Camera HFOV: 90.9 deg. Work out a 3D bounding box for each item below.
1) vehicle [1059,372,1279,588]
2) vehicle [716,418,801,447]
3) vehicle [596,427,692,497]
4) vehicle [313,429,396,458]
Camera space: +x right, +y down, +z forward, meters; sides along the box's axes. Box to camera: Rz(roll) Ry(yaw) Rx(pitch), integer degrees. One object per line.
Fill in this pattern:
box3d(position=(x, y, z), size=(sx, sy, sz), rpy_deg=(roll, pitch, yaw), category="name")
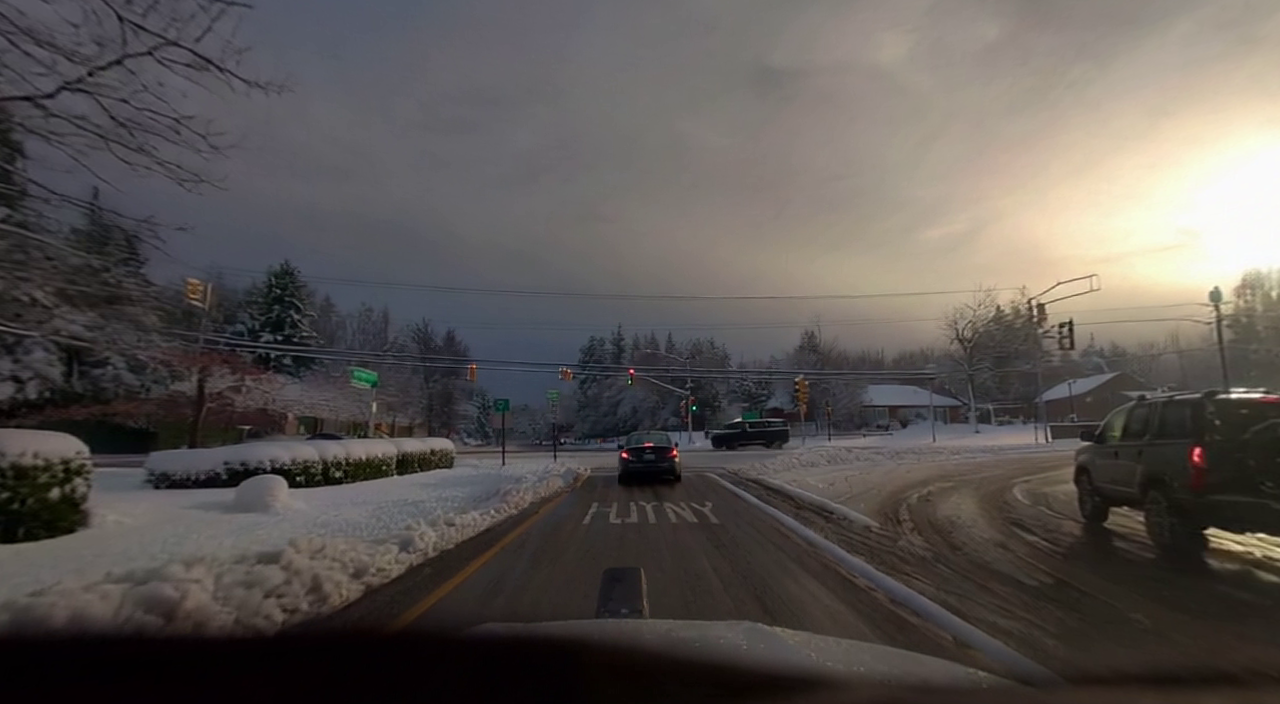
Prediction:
box3d(position=(7.197, 1.414, 7.672), size=(2.084, 1.870, 5.068), rpy_deg=(-3, -9, 18), category="vehicle")
box3d(position=(9.111, 6.296, 48.996), size=(6.261, 2.166, 1.947), rpy_deg=(-1, -8, 4), category="vehicle")
box3d(position=(0.101, 2.682, 15.769), size=(2.056, 1.473, 4.380), rpy_deg=(0, -8, 0), category="vehicle")
box3d(position=(-17.522, 5.619, 38.796), size=(4.200, 1.639, 1.844), rpy_deg=(-1, -8, 1), category="vehicle")
